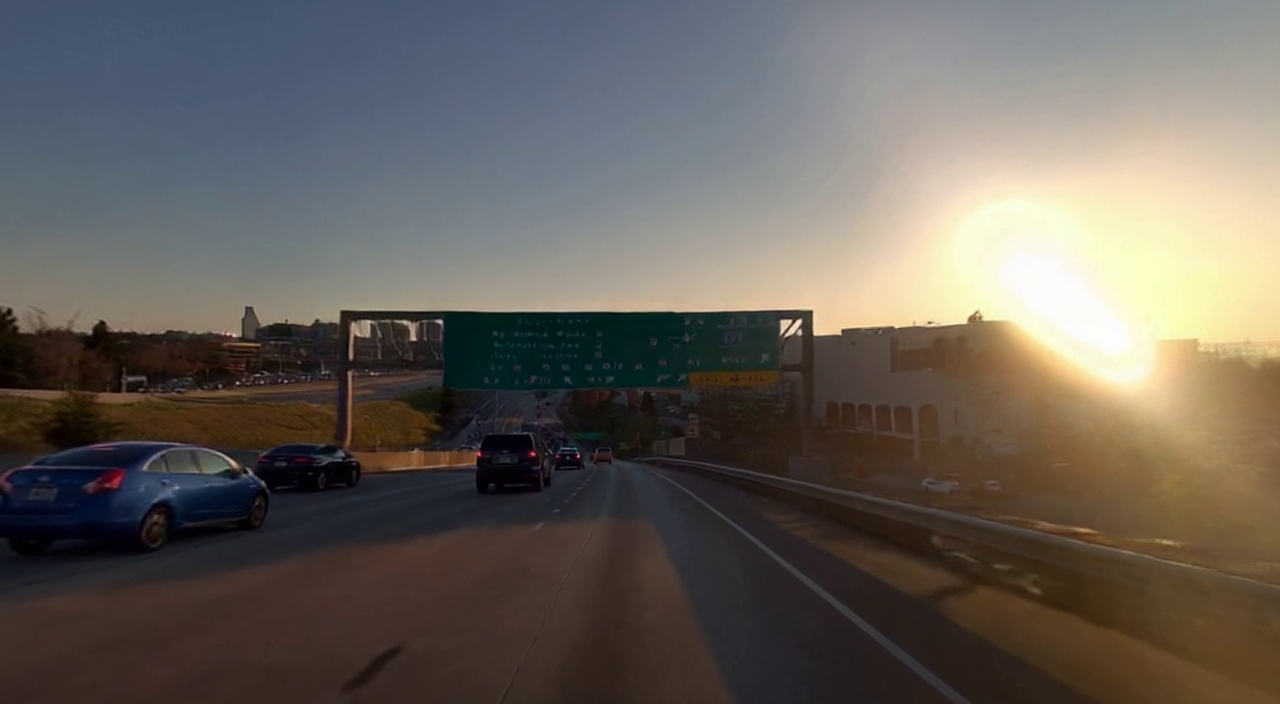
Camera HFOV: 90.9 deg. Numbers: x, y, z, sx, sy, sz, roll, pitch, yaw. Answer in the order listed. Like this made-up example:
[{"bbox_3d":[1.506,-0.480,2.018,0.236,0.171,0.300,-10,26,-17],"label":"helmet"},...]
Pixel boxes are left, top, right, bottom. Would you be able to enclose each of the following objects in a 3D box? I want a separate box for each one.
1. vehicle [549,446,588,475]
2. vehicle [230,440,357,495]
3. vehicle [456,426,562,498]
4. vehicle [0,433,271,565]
[{"bbox_3d":[-4.140,6.326,37.061,1.955,1.614,3.817,0,-8,-1],"label":"vehicle"},{"bbox_3d":[-11.706,3.878,21.708,1.919,1.665,4.394,0,-8,-1],"label":"vehicle"},{"bbox_3d":[-3.973,3.465,20.284,2.301,1.985,5.247,0,-8,0],"label":"vehicle"},{"bbox_3d":[-7.243,1.957,9.062,1.796,1.509,3.393,0,-8,-1],"label":"vehicle"}]
